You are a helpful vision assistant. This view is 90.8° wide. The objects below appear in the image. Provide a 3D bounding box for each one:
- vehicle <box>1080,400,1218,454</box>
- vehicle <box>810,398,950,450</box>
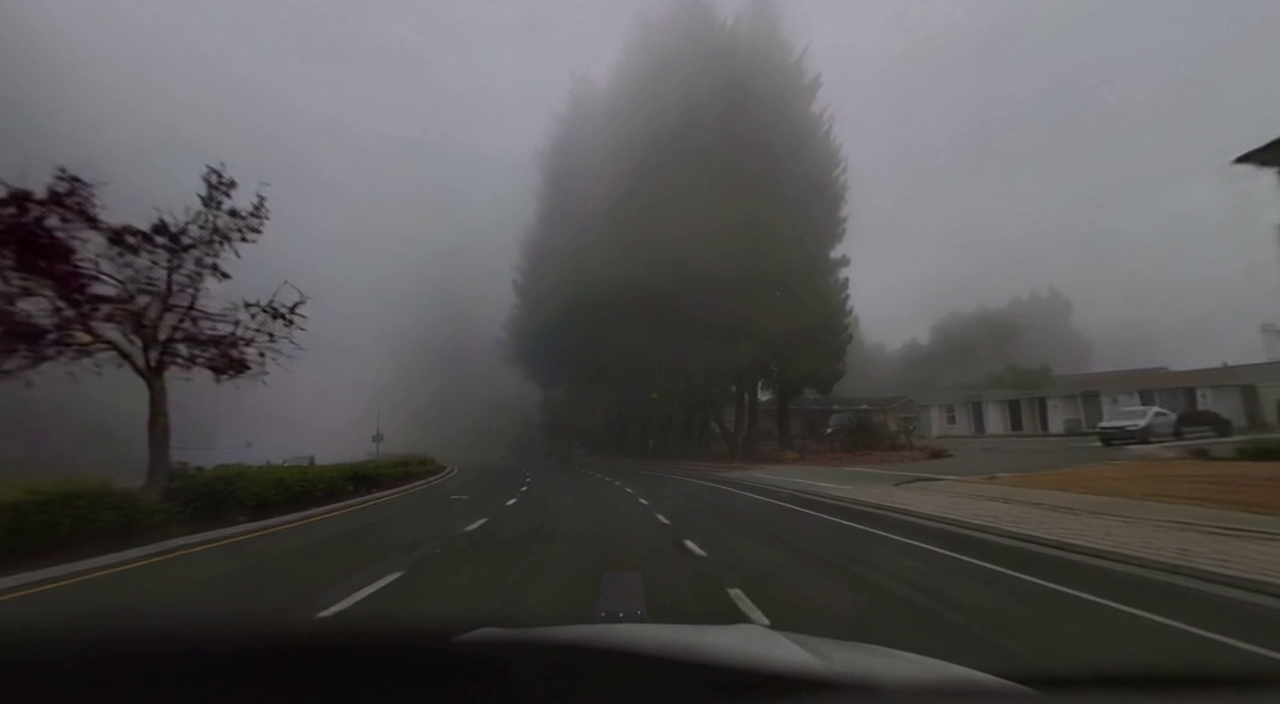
[{"bbox_3d":[19.734,2.967,24.478,4.802,1.900,2.373,5,-10,-30],"label":"vehicle"},{"bbox_3d":[14.195,4.474,38.087,2.757,2.765,7.526,6,-11,-35],"label":"vehicle"}]
